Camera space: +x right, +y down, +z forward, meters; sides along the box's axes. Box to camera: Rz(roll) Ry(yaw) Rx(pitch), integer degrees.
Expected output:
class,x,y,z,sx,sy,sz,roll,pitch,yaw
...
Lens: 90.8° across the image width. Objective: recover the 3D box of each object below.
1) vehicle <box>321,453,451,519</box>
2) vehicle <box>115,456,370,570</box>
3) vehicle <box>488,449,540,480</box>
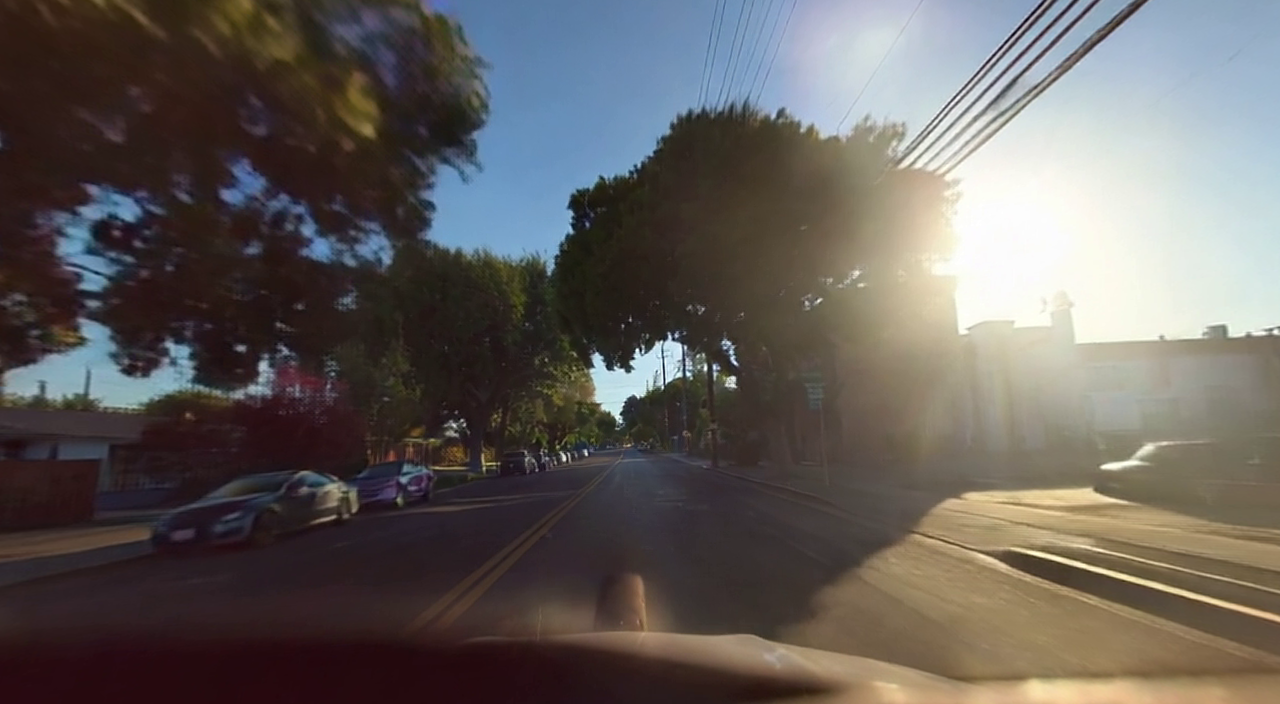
class,x,y,z,sx,sy,sz,roll,pitch,yaw
vehicle,-6.654,3.500,17.078,1.815,1.384,4.357,-3,-8,-1
vehicle,-6.676,2.674,11.363,1.815,1.402,4.559,-4,-8,-3
vehicle,-6.741,6.062,34.330,1.887,1.460,4.444,-4,-8,0
